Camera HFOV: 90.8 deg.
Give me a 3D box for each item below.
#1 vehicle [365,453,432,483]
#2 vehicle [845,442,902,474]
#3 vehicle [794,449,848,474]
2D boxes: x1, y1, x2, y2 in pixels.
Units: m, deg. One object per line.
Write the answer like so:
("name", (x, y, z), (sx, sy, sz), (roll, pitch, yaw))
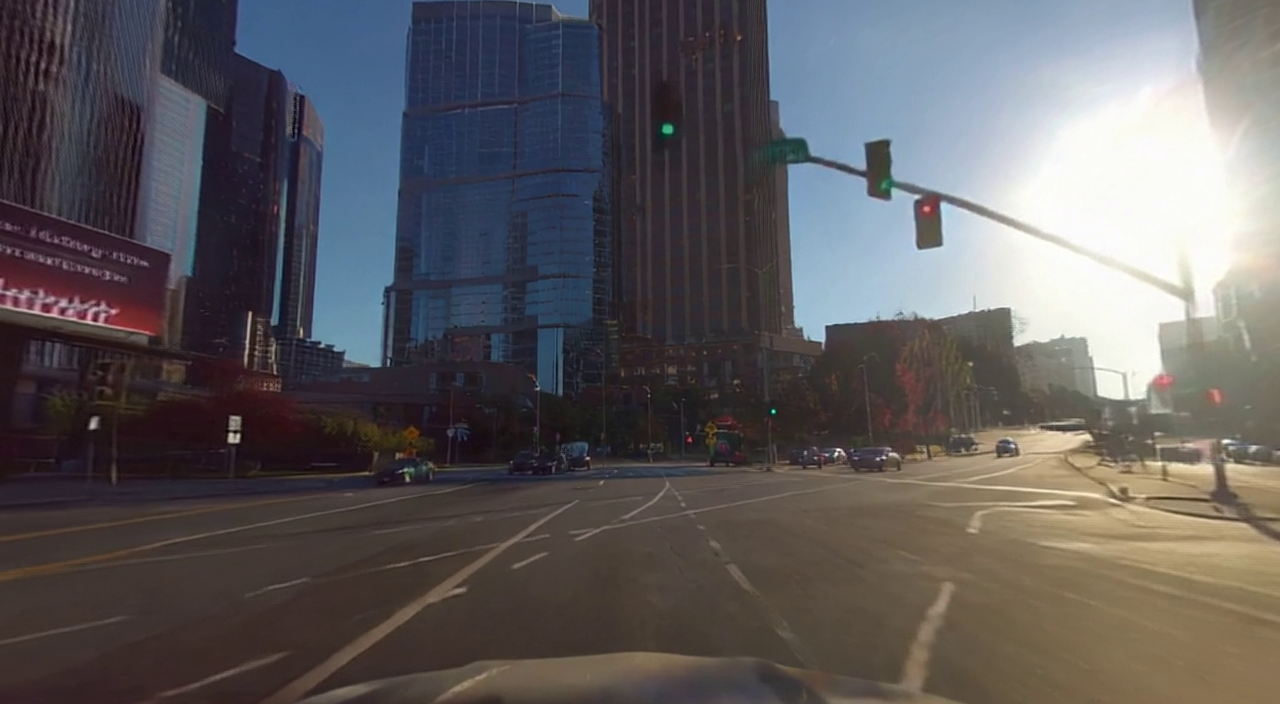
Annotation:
("vehicle", (-14.649, 7.037, 38.592), (2.161, 1.681, 4.743), (0, -9, 1))
("vehicle", (14.884, 6.697, 40.080), (2.232, 1.814, 5.285), (-6, -11, 31))
("vehicle", (11.828, 7.081, 41.047), (2.023, 1.527, 5.016), (-6, -11, 31))
